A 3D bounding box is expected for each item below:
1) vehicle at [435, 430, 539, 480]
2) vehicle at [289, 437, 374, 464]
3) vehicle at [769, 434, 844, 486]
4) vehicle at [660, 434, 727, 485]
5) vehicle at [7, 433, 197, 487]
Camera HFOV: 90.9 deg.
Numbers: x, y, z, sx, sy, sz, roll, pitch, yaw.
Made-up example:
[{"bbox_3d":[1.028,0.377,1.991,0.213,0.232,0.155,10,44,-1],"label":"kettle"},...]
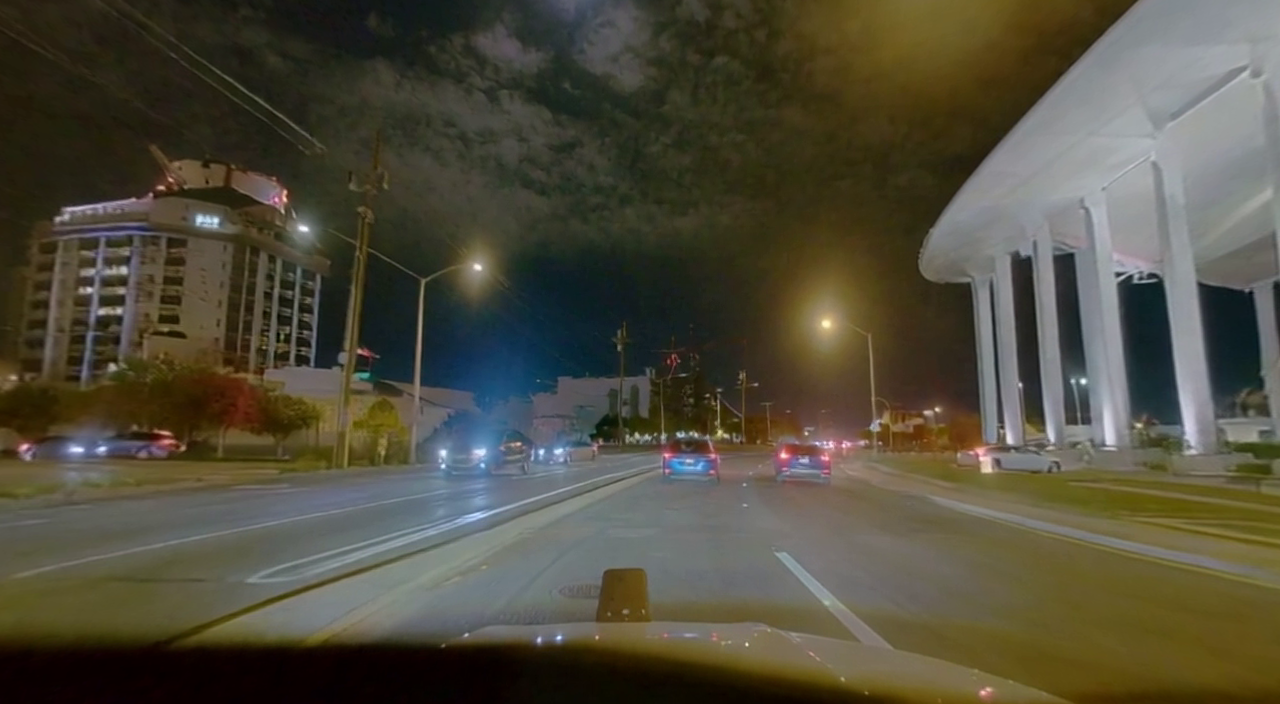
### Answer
[{"bbox_3d":[-5.946,4.080,25.191,2.254,1.789,4.736,-2,-9,10],"label":"vehicle"},{"bbox_3d":[-20.635,6.623,42.251,4.648,1.697,1.979,-1,-9,2],"label":"vehicle"},{"bbox_3d":[6.322,4.153,24.527,2.320,1.772,4.872,-2,-9,9],"label":"vehicle"},{"bbox_3d":[2.017,3.840,22.731,2.132,1.632,3.889,-2,-9,8],"label":"vehicle"},{"bbox_3d":[-16.405,3.292,19.333,4.351,1.490,2.012,-2,-9,11],"label":"vehicle"}]
